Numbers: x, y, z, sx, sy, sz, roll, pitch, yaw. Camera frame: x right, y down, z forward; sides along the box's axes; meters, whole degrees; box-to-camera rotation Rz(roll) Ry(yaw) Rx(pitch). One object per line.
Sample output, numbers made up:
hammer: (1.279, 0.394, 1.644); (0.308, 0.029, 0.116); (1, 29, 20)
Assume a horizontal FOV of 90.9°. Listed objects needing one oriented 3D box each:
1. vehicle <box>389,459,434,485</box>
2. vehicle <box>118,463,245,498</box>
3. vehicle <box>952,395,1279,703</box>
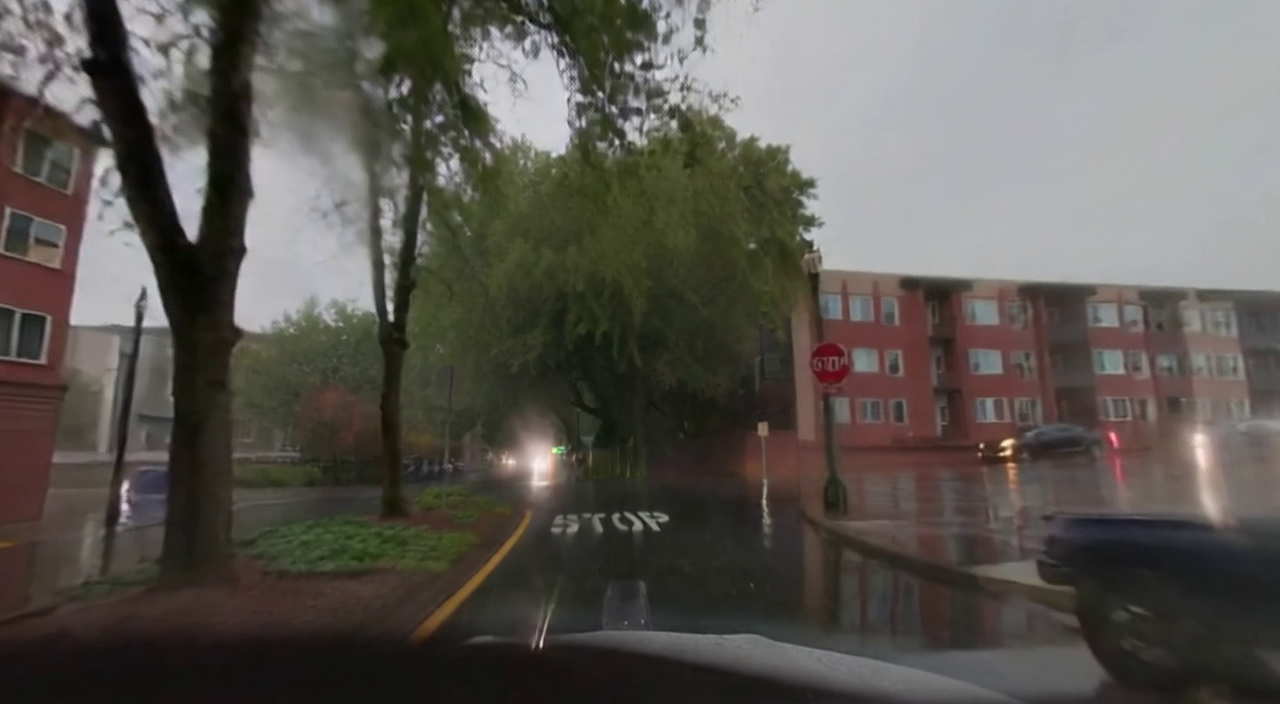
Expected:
vehicle: (-14.563, 7.636, 40.410); (2.027, 1.475, 4.522); (1, -9, -12)
vehicle: (-21.839, 6.106, 30.122); (4.654, 1.503, 1.951); (-1, -9, 4)
vehicle: (4.107, 0.845, 2.543); (2.065, 1.529, 4.709); (1, -11, -25)
